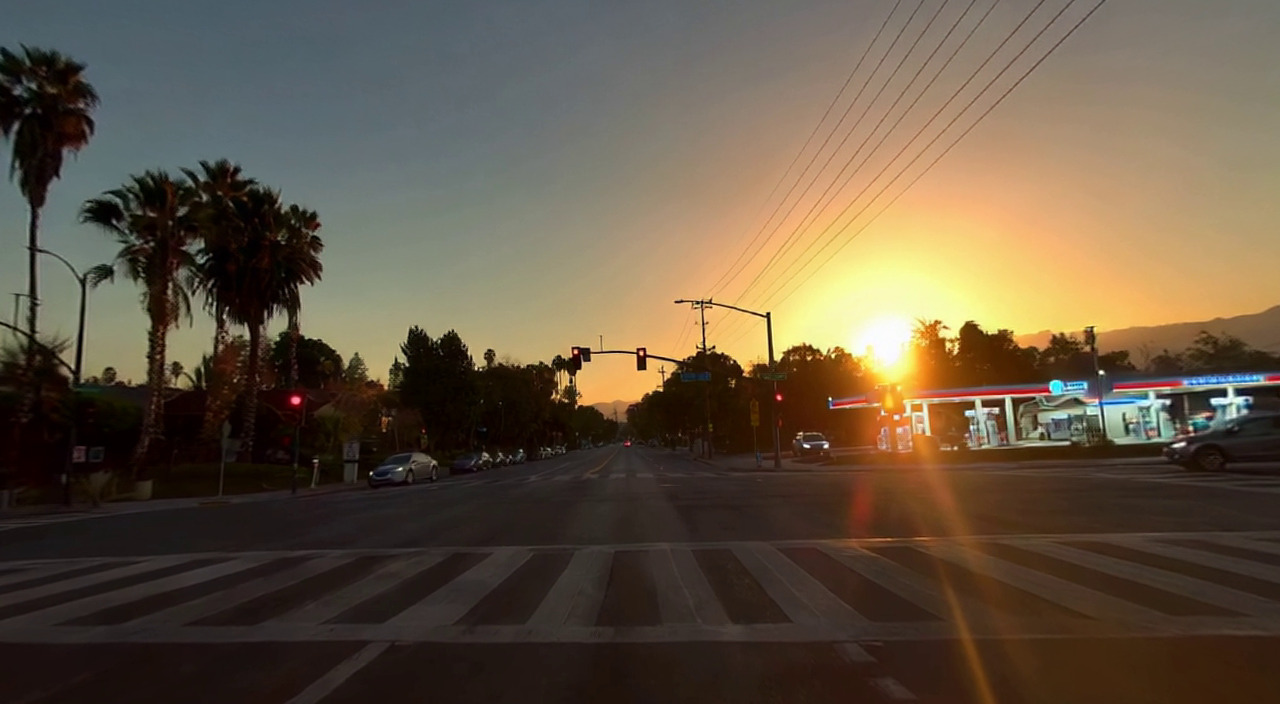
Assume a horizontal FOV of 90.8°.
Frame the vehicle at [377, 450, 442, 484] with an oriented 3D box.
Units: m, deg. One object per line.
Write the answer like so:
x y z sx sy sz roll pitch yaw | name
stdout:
-13.030 6.480 36.012 2.009 1.777 4.559 0 -9 -1 | vehicle

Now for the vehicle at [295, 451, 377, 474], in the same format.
-20.939 7.600 43.594 4.672 1.469 1.816 0 -9 -2 | vehicle

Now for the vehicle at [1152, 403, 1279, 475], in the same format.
17.378 2.390 17.312 5.086 1.817 1.952 0 -9 -5 | vehicle
